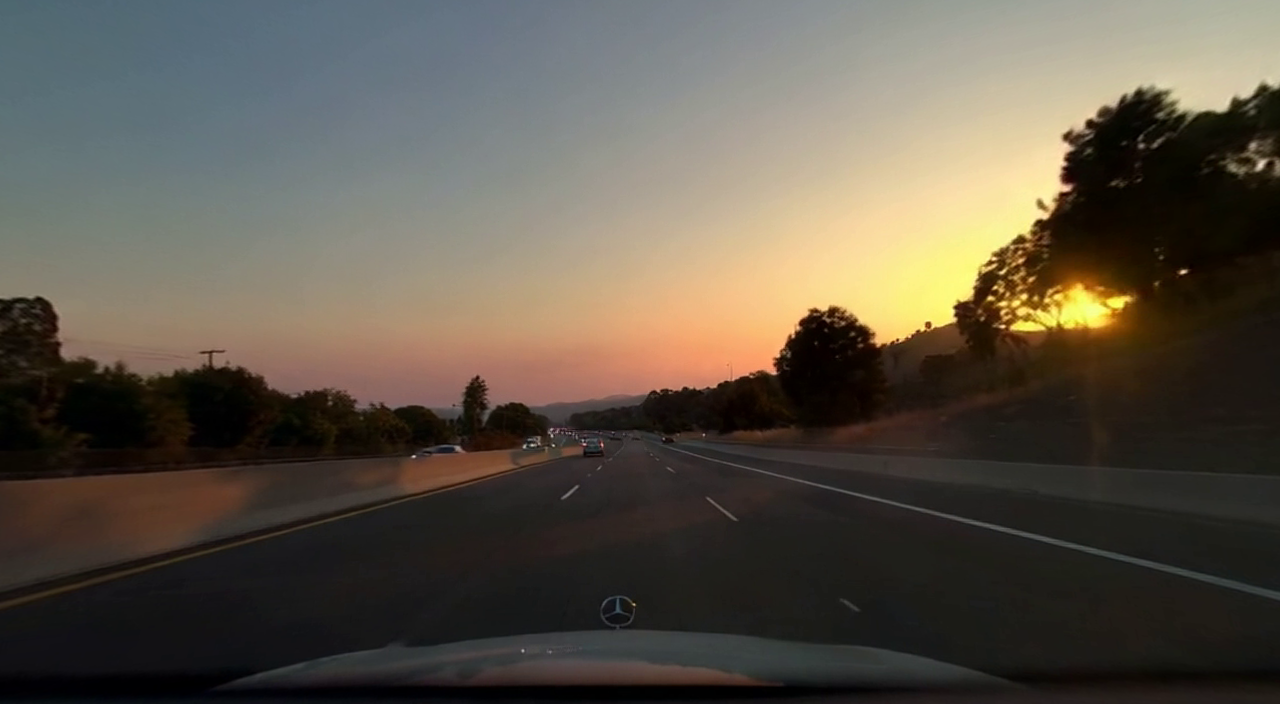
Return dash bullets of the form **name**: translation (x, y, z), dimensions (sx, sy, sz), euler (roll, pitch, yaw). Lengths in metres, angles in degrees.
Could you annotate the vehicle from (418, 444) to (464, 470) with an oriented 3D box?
- **vehicle**: translation (-13.194, 6.952, 41.900), dimensions (1.767, 1.552, 4.009), euler (-1, -8, 0)
